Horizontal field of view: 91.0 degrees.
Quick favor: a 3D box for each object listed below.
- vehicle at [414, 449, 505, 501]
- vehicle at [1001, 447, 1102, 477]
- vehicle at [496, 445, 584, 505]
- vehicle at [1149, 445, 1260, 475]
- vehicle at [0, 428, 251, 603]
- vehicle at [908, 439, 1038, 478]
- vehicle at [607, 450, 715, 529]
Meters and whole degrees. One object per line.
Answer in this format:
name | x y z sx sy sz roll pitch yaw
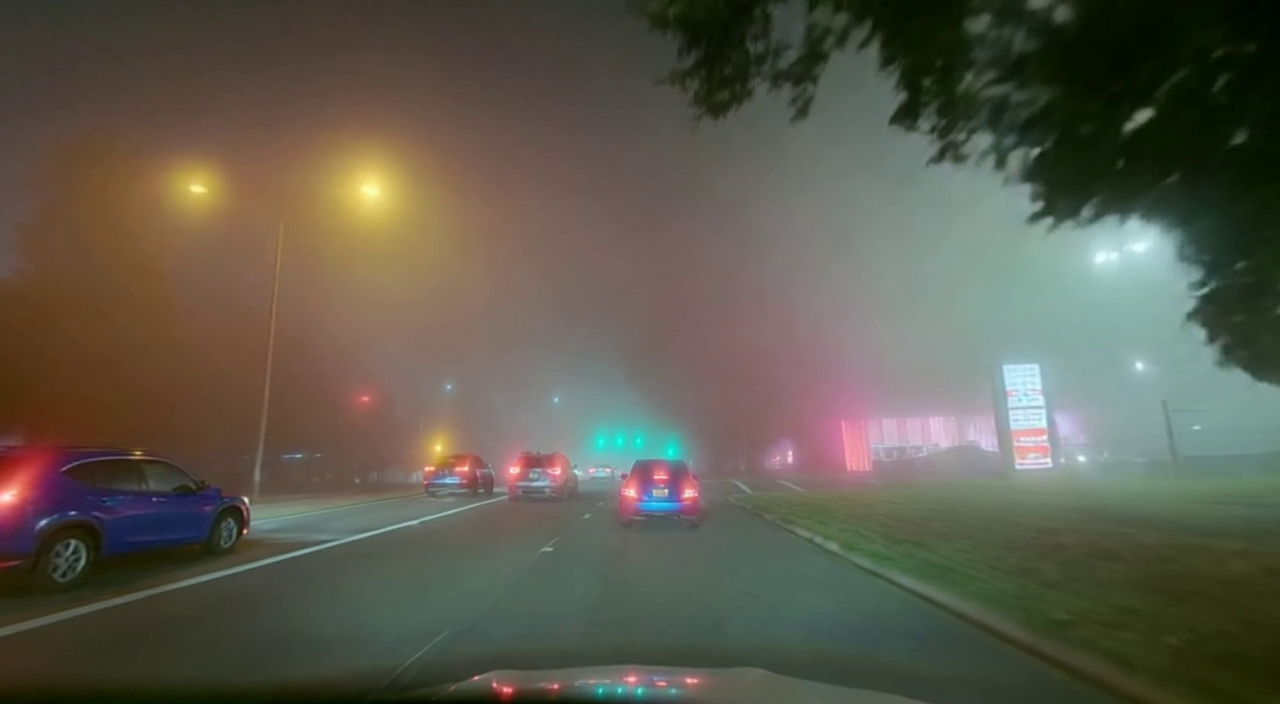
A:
vehicle | -6.748 4.601 24.062 2.032 1.767 4.549 0 -9 1
vehicle | 22.458 6.012 34.436 4.220 1.550 1.935 -9 -13 43
vehicle | -3.164 3.992 20.999 2.055 1.725 4.732 0 -9 1
vehicle | 30.519 5.798 34.141 1.757 1.496 4.200 7 -11 -42
vehicle | -7.084 1.800 7.595 1.968 1.657 4.230 0 -9 1
vehicle | 18.220 5.808 34.672 5.852 1.962 2.323 -8 -12 41
vehicle | 0.449 2.982 14.286 2.091 1.494 3.962 0 -9 1
